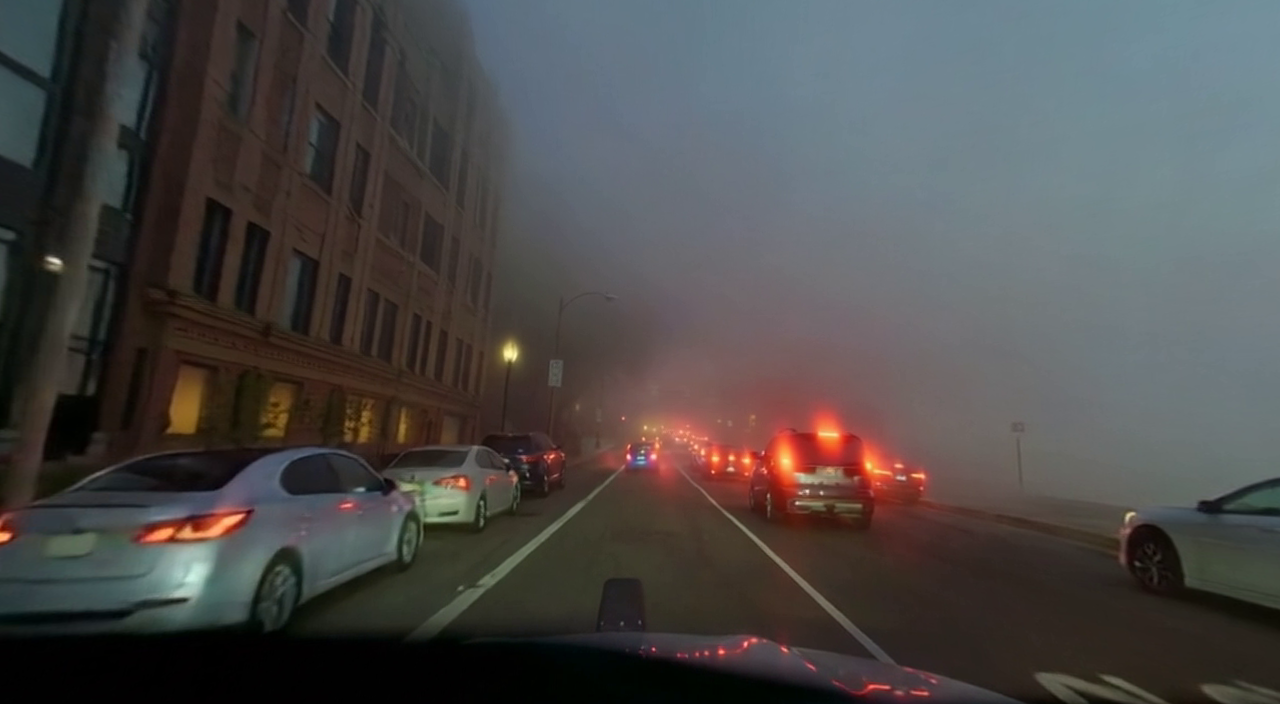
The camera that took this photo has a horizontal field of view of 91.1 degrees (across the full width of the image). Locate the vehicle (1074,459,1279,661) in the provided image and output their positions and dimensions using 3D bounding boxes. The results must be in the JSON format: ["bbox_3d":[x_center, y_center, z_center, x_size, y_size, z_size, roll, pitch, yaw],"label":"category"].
[{"bbox_3d":[6.362,1.844,5.683,1.913,1.624,4.116,0,-8,1],"label":"vehicle"}]

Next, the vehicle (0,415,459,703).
[{"bbox_3d":[-3.243,1.388,5.401,1.863,1.466,4.416,0,-8,3],"label":"vehicle"}]

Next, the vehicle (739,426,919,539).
[{"bbox_3d":[3.252,2.334,11.921,2.002,1.707,4.547,0,-8,0],"label":"vehicle"}]

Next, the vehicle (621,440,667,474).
[{"bbox_3d":[0.192,4.812,28.930,2.007,1.460,3.923,0,-8,1],"label":"vehicle"}]

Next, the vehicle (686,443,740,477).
[{"bbox_3d":[3.351,5.042,29.677,1.966,1.475,4.528,0,-8,-1],"label":"vehicle"}]
